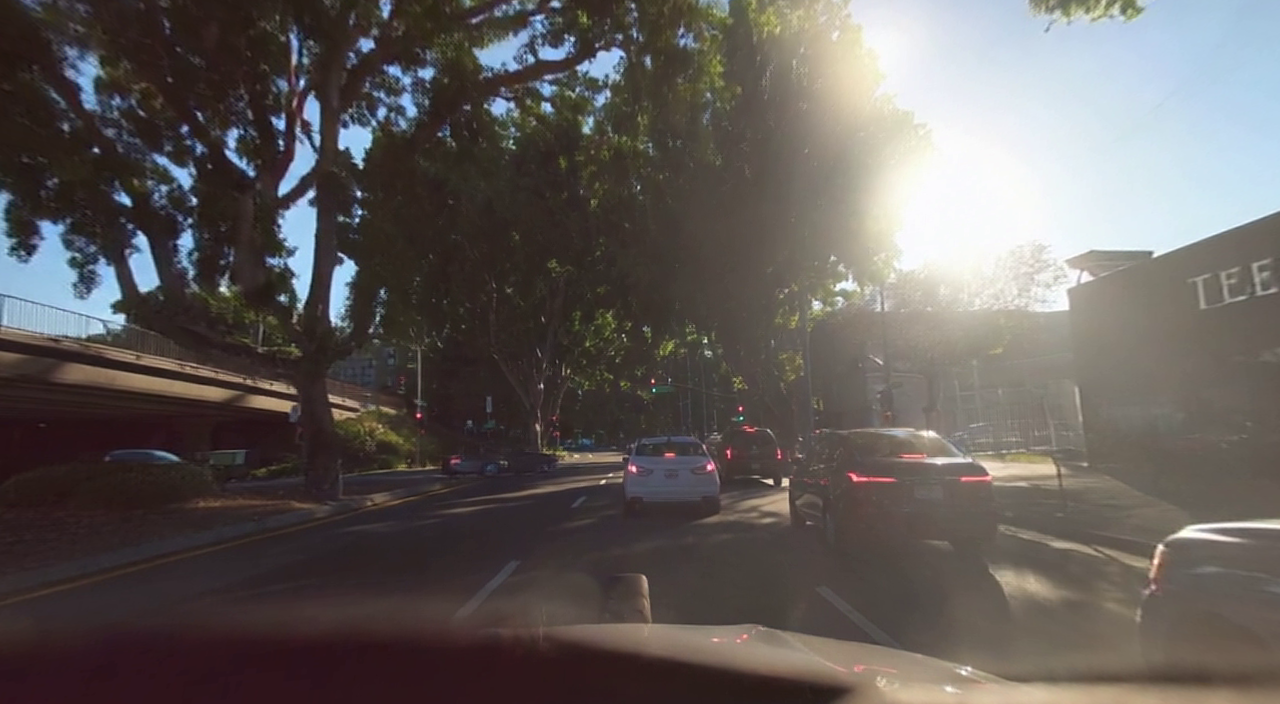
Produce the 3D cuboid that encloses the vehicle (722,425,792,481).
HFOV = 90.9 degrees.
[{"bbox_3d":[4.496,3.960,24.932,2.080,1.999,4.379,-1,-8,2],"label":"vehicle"}]

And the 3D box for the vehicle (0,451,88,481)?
[{"bbox_3d":[-35.186,6.574,36.498,4.474,1.673,2.010,0,-8,1],"label":"vehicle"}]

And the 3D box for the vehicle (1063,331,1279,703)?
[{"bbox_3d":[3.469,0.652,1.326,2.062,1.781,4.488,0,-8,1],"label":"vehicle"}]

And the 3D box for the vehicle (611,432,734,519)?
[{"bbox_3d":[0.572,2.429,12.917,2.101,1.467,4.210,0,-8,1],"label":"vehicle"}]

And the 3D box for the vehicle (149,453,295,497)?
[{"bbox_3d":[-16.234,4.736,24.726,1.873,1.462,4.283,-6,-10,32],"label":"vehicle"}]

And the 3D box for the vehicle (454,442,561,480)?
[{"bbox_3d":[-6.097,5.011,29.324,4.546,1.611,1.832,8,-11,-43],"label":"vehicle"}]

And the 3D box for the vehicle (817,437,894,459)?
[{"bbox_3d":[14.536,6.473,42.679,4.498,1.439,1.842,0,-9,-1],"label":"vehicle"}]
